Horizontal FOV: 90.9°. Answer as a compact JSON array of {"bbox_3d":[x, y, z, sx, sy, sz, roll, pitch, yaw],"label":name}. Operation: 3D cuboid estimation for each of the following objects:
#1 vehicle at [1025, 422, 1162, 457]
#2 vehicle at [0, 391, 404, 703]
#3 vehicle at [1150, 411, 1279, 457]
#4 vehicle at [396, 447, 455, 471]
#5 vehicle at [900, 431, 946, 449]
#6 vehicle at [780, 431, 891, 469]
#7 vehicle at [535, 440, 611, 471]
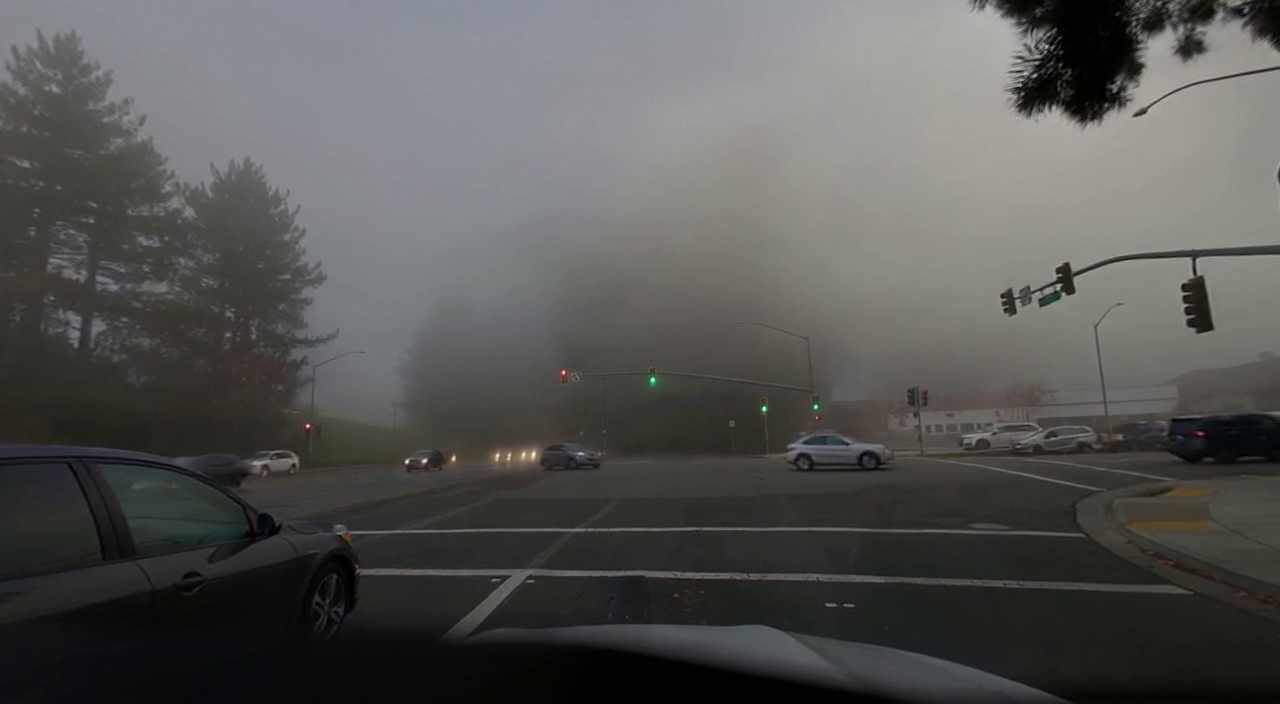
[{"bbox_3d":[19.894,3.861,27.750,4.552,1.492,2.002,0,-9,-4],"label":"vehicle"},{"bbox_3d":[-2.951,0.988,2.744,1.924,1.482,4.734,0,-8,1],"label":"vehicle"},{"bbox_3d":[23.124,3.174,24.245,5.268,1.687,1.942,0,-8,0],"label":"vehicle"},{"bbox_3d":[-13.980,6.975,41.405,1.921,1.480,4.652,-1,-8,4],"label":"vehicle"},{"bbox_3d":[22.432,6.988,49.877,1.930,1.410,4.313,-8,-12,43],"label":"vehicle"},{"bbox_3d":[8.114,4.065,26.192,4.180,1.478,1.986,-3,-9,20],"label":"vehicle"},{"bbox_3d":[-3.513,5.269,32.329,1.841,1.450,4.364,6,-11,-37],"label":"vehicle"}]
